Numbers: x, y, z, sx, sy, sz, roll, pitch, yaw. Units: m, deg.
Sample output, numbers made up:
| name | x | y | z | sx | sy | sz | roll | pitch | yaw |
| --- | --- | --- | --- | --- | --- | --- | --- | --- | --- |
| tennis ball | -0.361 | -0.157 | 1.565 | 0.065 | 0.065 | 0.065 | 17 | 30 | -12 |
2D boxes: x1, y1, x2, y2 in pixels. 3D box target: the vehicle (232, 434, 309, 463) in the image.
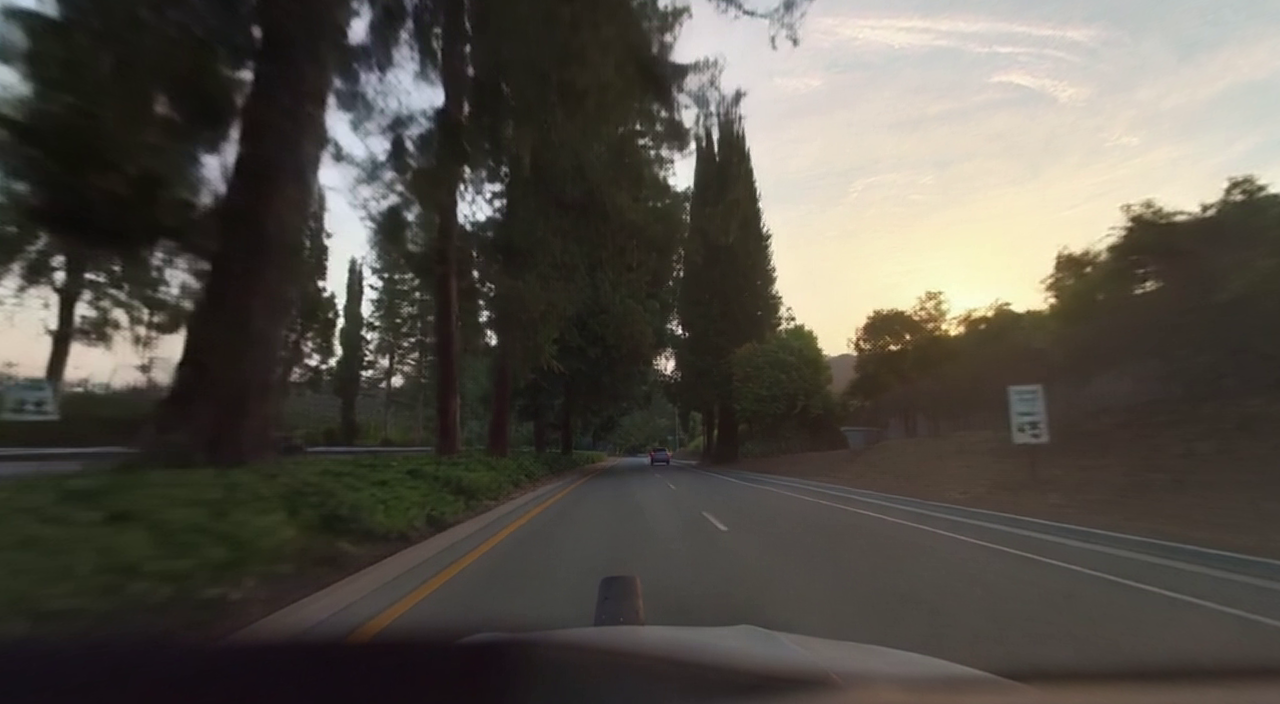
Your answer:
| name | x | y | z | sx | sy | sz | roll | pitch | yaw |
| --- | --- | --- | --- | --- | --- | --- | --- | --- | --- |
| vehicle | -22.499 | 5.913 | 38.666 | 1.963 | 1.677 | 4.526 | 0 | -9 | 0 |
